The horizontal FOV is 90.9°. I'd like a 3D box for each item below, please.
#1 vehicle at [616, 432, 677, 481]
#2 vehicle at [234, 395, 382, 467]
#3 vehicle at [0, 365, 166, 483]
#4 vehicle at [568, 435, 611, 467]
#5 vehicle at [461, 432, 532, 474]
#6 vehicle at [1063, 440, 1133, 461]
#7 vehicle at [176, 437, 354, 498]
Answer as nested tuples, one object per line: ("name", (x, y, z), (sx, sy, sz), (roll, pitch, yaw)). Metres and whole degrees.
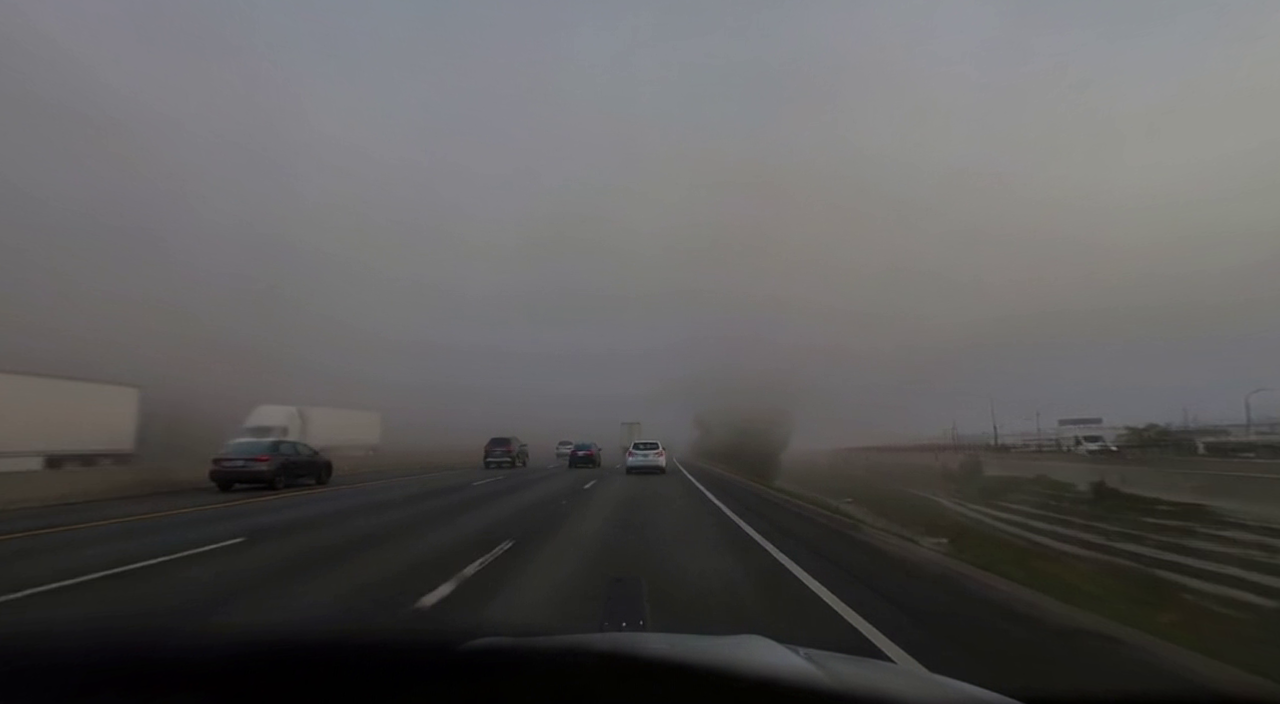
("vehicle", (0.252, 3.964, 24.171), (2.136, 1.678, 4.052), (0, -8, 1))
("vehicle", (-19.984, 5.008, 39.245), (2.950, 3.847, 11.043), (0, -8, 1))
("vehicle", (-24.020, 2.451, 21.574), (2.888, 4.123, 16.307), (0, -8, 1))
("vehicle", (-3.006, 6.001, 38.393), (2.108, 1.832, 4.549), (-1, -8, 2))
("vehicle", (-6.673, 4.747, 29.871), (2.105, 1.790, 4.689), (-1, -8, 2))
("vehicle", (35.369, 7.598, 48.880), (1.855, 1.490, 4.704), (0, -8, 0))
("vehicle", (-10.443, 3.231, 18.158), (1.910, 1.501, 5.004), (-1, -8, 2))
